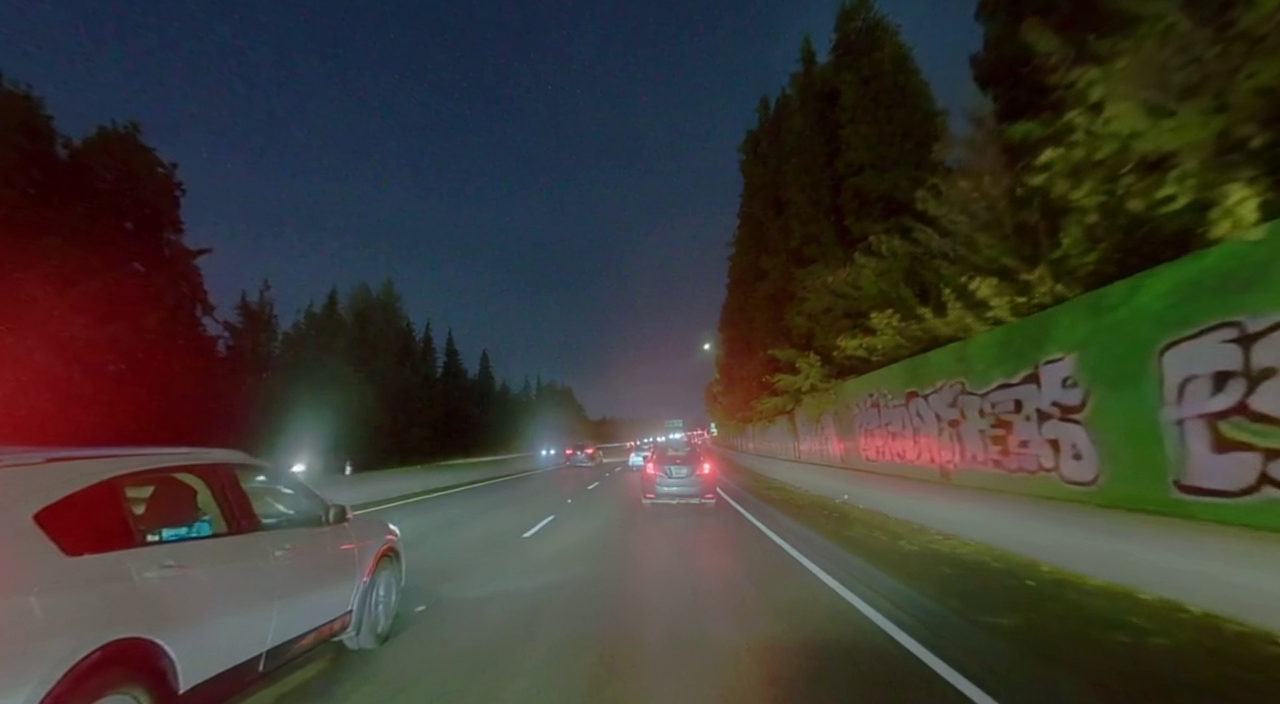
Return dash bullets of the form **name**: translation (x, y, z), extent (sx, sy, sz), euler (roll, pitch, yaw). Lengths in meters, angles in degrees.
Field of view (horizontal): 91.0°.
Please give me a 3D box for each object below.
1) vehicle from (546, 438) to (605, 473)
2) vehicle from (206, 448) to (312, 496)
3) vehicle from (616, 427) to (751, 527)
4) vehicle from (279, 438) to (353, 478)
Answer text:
- **vehicle**: translation (-2.898, 4.776, 29.337), extent (2.059, 1.471, 4.152), euler (-1, -8, 3)
- **vehicle**: translation (-15.830, 4.962, 26.440), extent (1.910, 1.820, 4.007), euler (0, -8, 0)
- **vehicle**: translation (0.693, 2.216, 11.720), extent (2.077, 1.533, 3.854), euler (0, -8, 1)
- **vehicle**: translation (-15.871, 5.173, 31.005), extent (1.831, 1.837, 3.199), euler (0, -8, 2)
